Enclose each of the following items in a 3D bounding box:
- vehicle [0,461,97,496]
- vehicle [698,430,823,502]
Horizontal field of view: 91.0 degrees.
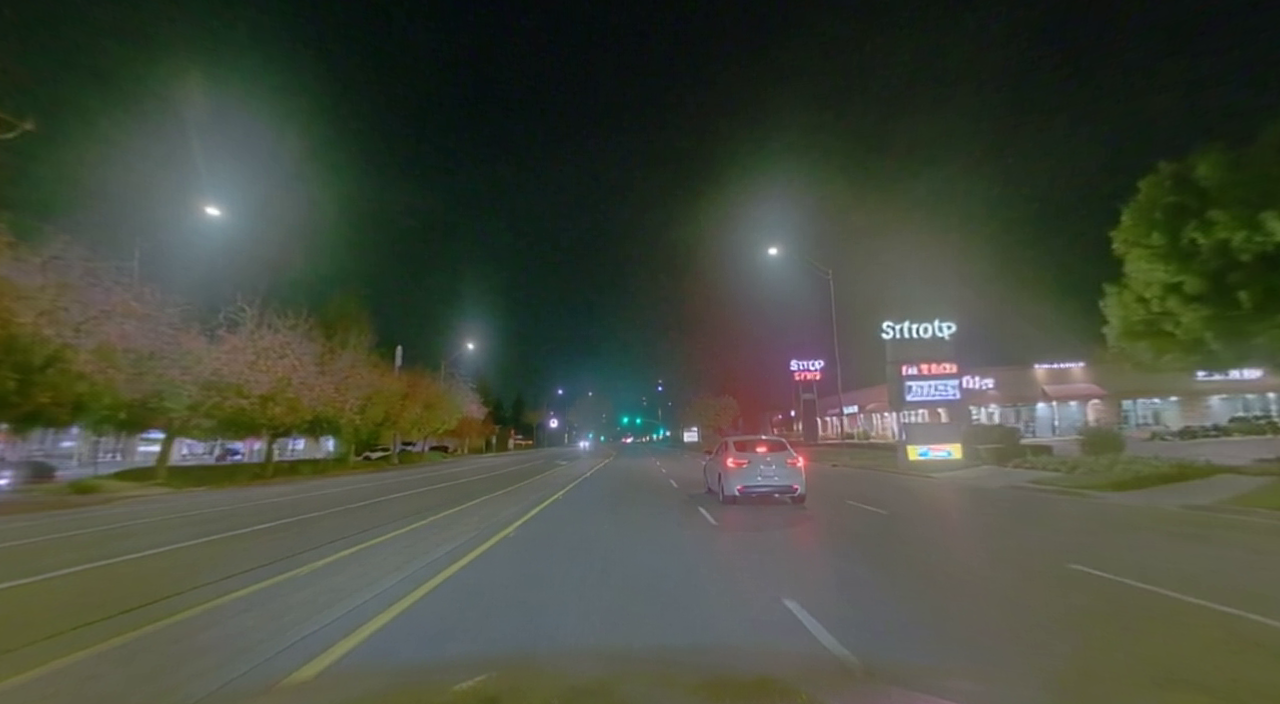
[{"bbox_3d":[-27.513,5.679,28.314,4.294,1.417,1.802,5,-10,-30],"label":"vehicle"},{"bbox_3d":[2.718,2.702,15.344,2.015,1.479,4.444,0,-8,-2],"label":"vehicle"}]
